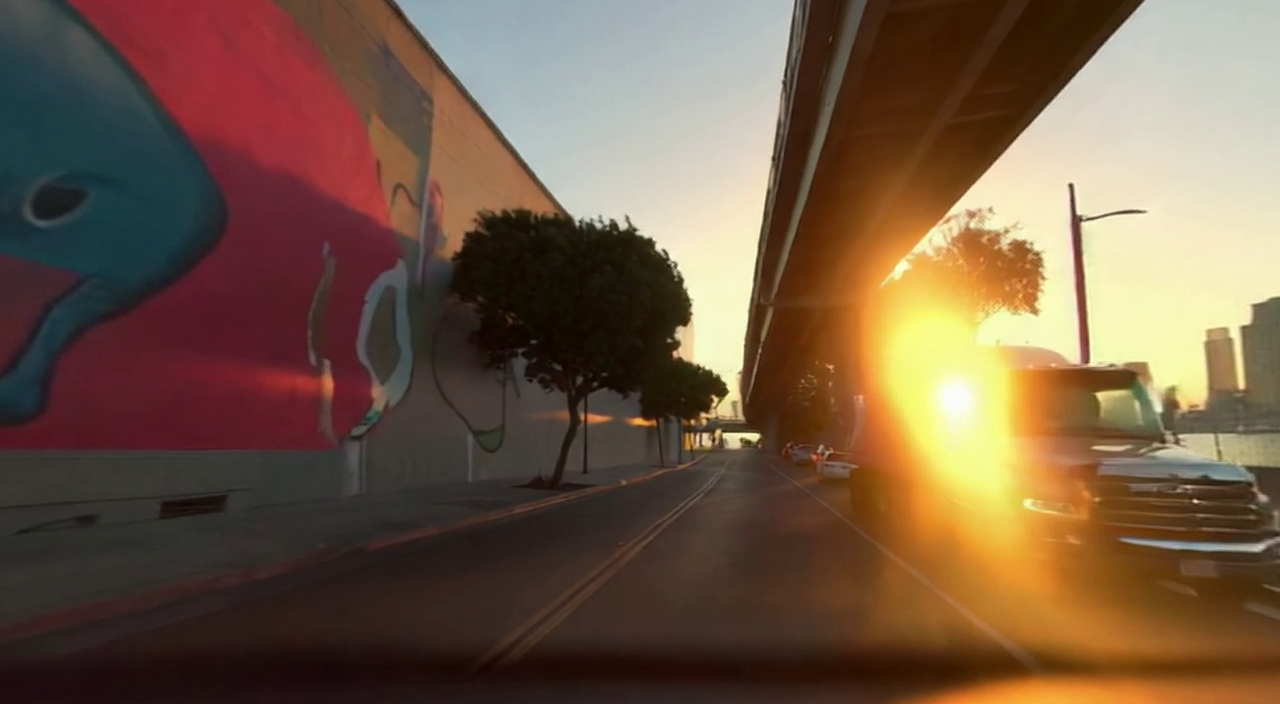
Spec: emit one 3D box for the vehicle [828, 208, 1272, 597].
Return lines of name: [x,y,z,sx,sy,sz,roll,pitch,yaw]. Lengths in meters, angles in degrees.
vehicle: [5.447,1.097,11.082,2.849,3.893,9.347,-2,-8,10]
